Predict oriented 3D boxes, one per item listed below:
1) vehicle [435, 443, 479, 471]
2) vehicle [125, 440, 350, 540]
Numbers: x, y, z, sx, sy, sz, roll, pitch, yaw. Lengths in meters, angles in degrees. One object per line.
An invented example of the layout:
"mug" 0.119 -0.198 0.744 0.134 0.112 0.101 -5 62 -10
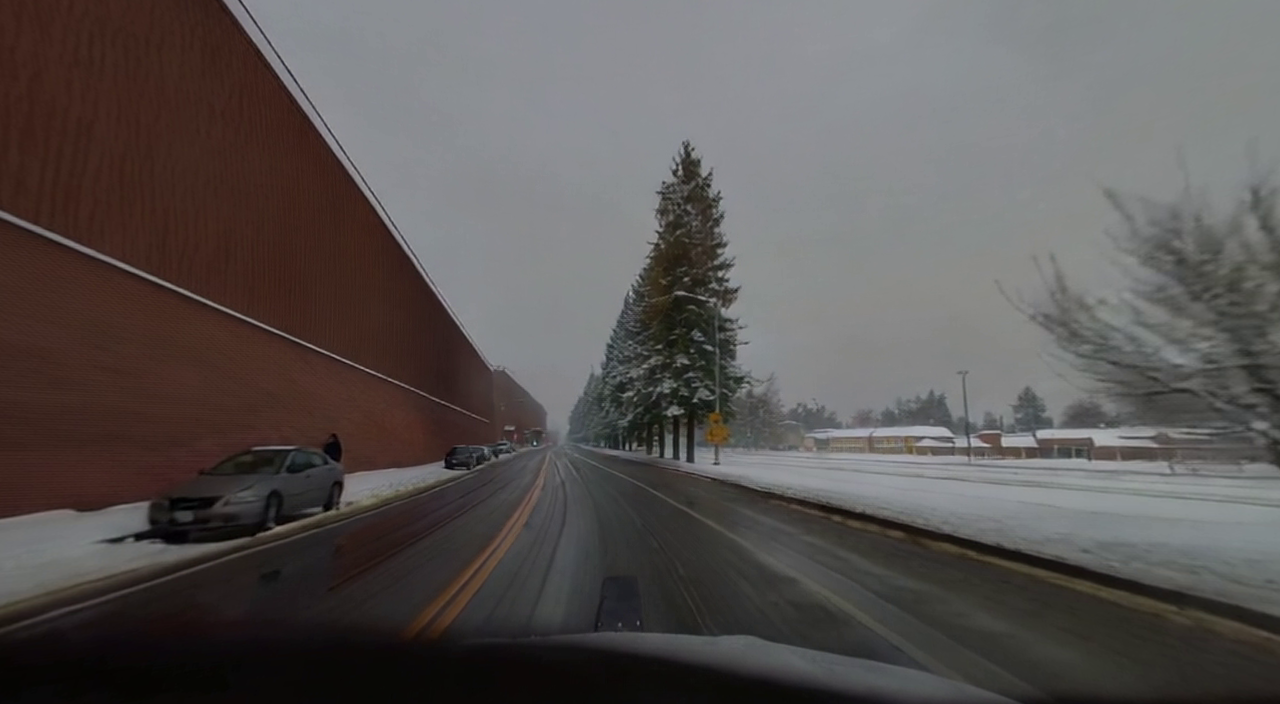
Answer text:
"vehicle" -11.209 6.458 39.056 1.899 1.485 4.593 2 -8 -8
"vehicle" -7.278 2.464 12.080 1.877 1.507 4.363 2 -8 -8
